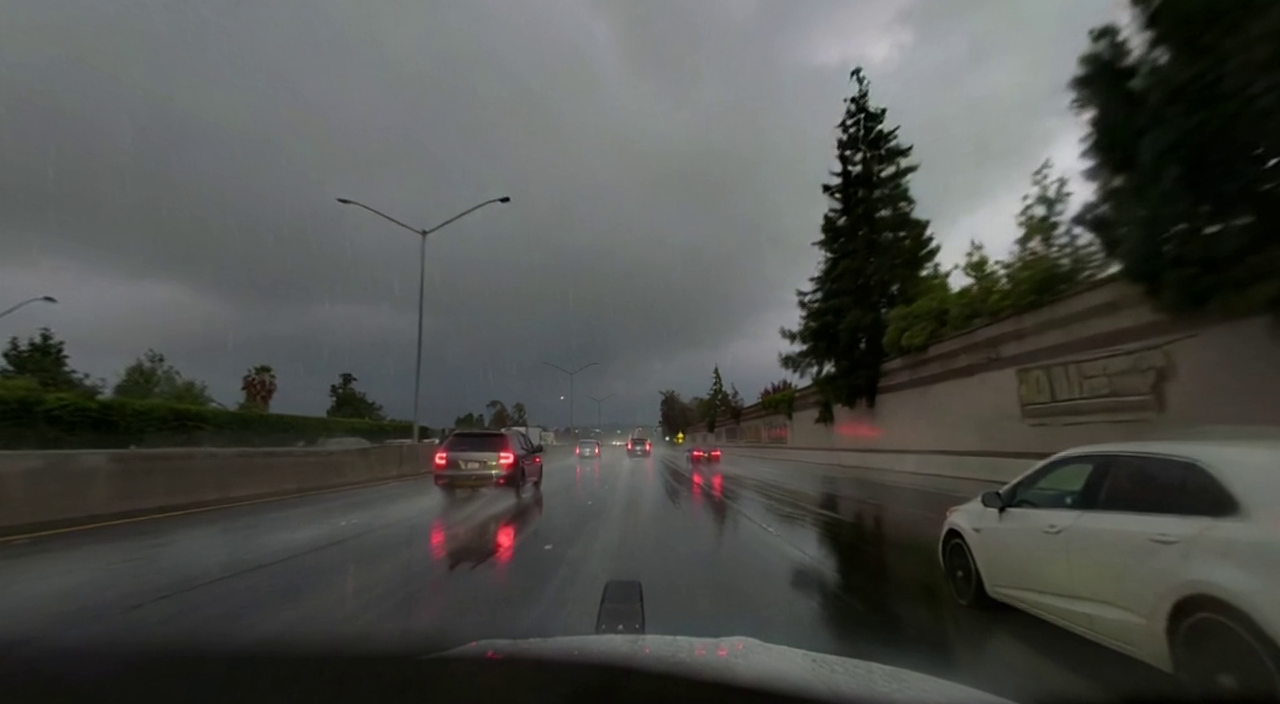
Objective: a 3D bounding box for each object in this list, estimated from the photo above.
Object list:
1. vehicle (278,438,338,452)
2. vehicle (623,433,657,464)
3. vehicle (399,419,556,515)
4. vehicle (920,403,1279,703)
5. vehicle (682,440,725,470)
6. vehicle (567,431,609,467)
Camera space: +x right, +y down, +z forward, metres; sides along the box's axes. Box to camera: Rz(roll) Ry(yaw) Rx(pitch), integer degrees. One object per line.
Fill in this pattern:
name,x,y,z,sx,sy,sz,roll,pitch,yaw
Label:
vehicle,-19.998,5.607,38.070,1.675,0.796,3.525,0,-8,0
vehicle,0.002,7.502,49.034,2.485,2.215,5.199,0,-8,0
vehicle,-3.507,2.616,14.920,2.184,1.819,5.441,0,-8,1
vehicle,3.564,1.134,3.429,1.916,1.566,4.611,1,-8,-1
vehicle,3.997,6.548,40.311,2.224,1.752,4.487,0,-8,-1
vehicle,-3.336,6.412,41.548,2.378,2.214,4.352,0,-8,0
